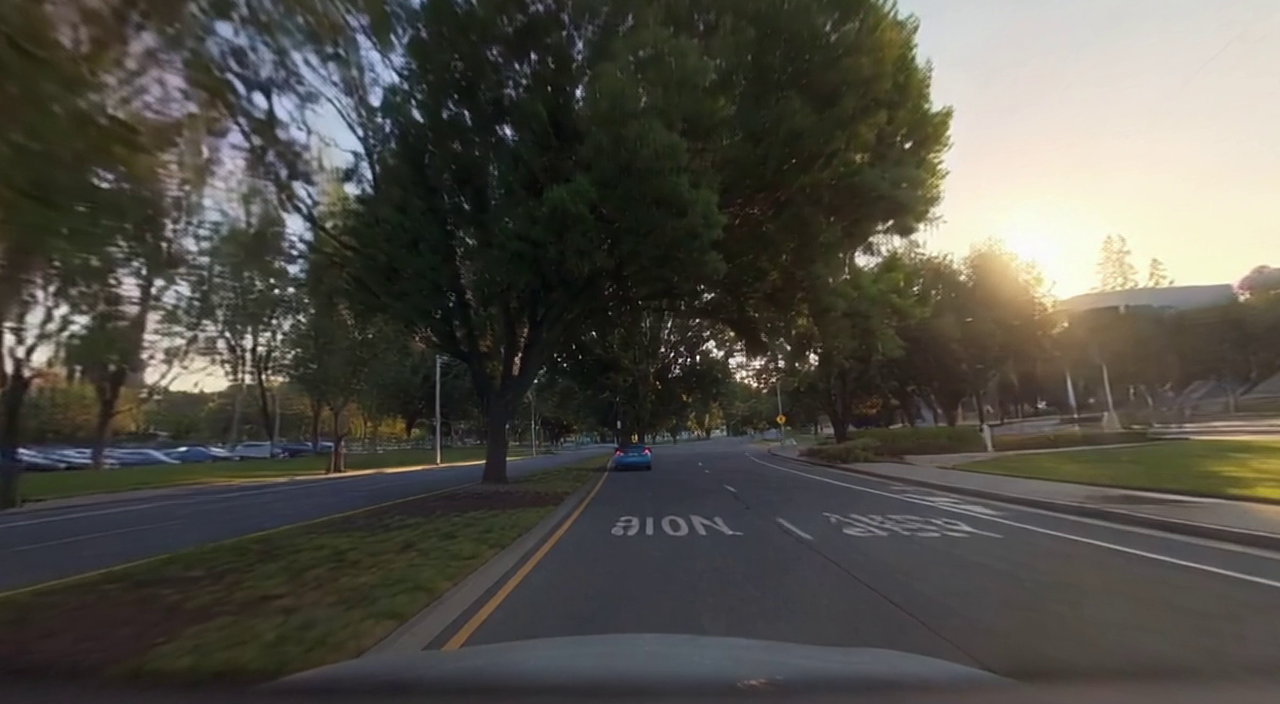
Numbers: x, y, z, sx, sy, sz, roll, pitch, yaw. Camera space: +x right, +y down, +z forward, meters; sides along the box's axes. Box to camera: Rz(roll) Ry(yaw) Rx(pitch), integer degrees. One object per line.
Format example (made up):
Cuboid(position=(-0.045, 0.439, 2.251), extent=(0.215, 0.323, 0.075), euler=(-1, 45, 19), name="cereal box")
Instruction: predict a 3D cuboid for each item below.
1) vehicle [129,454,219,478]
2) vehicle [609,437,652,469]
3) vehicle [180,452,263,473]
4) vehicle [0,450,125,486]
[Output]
Cuboid(position=(-29.957, 7.324, 40.635), extent=(4.309, 1.433, 1.818), euler=(0, -8, -1), name="vehicle")
Cuboid(position=(-0.432, 5.251, 32.982), extent=(1.978, 1.499, 3.915), euler=(-1, -8, 4), name="vehicle")
Cuboid(position=(-30.227, 7.982, 45.610), extent=(4.614, 1.431, 1.926), euler=(-1, -8, 2), name="vehicle")
Cuboid(position=(-30.313, 6.000, 32.798), extent=(4.923, 1.697, 2.209), euler=(0, -8, -4), name="vehicle")
